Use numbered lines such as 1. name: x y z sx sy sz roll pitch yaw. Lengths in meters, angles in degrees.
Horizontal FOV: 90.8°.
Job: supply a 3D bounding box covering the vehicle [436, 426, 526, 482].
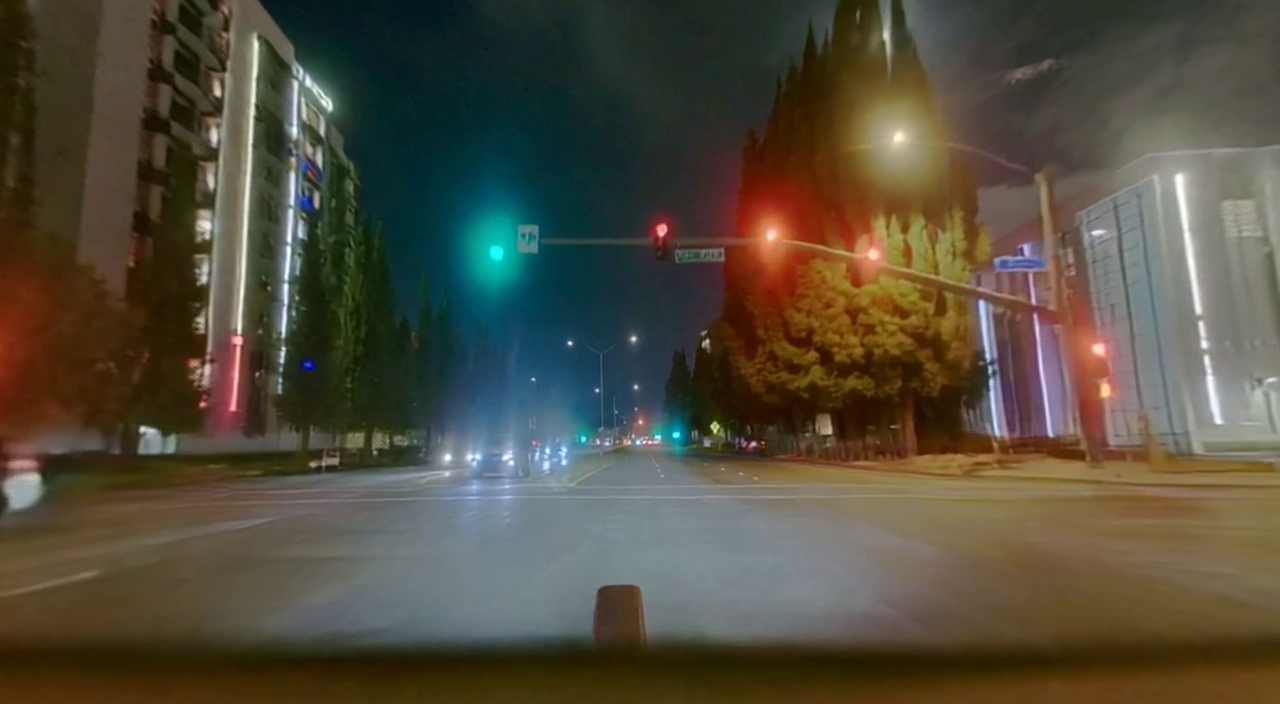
1. vehicle: -5.491 3.606 22.455 2.098 1.789 4.338 0 -9 -1
